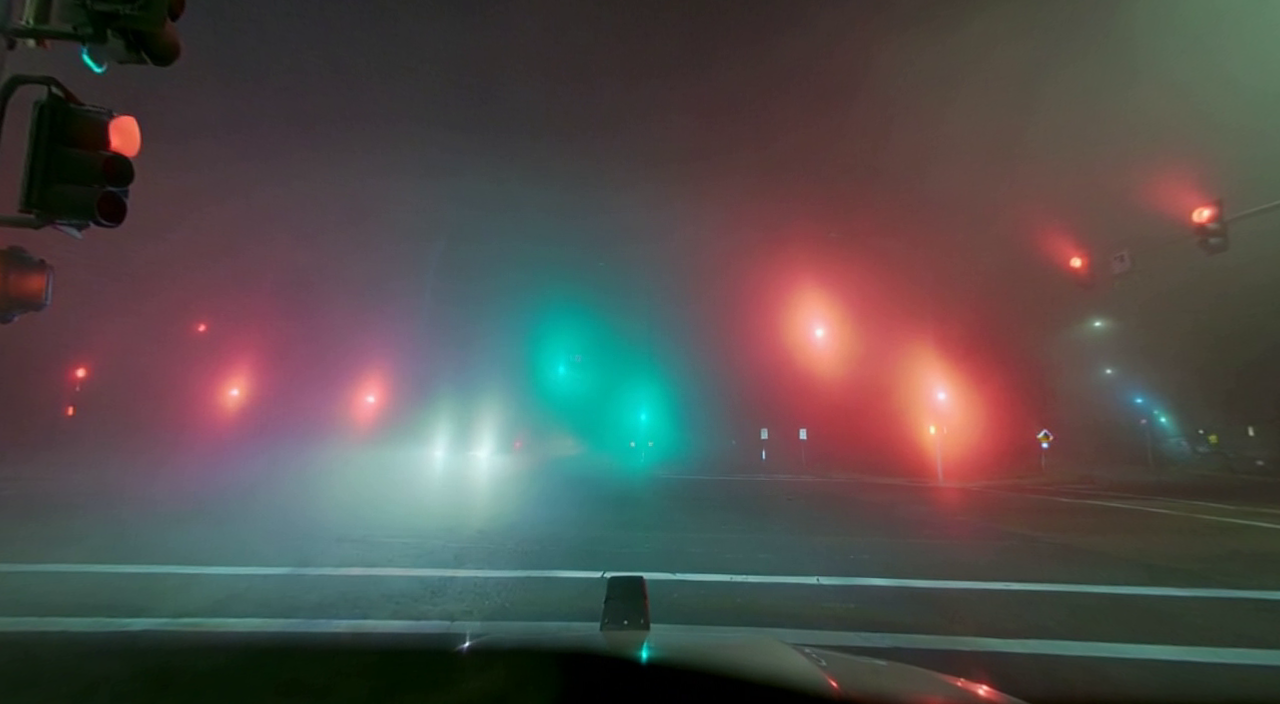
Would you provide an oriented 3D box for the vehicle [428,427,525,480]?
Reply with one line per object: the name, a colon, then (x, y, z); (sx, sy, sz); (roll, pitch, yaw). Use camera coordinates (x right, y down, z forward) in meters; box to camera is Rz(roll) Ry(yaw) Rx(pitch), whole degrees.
vehicle: (-6.093, 3.867, 24.280); (2.234, 1.796, 5.416); (0, -8, 0)
